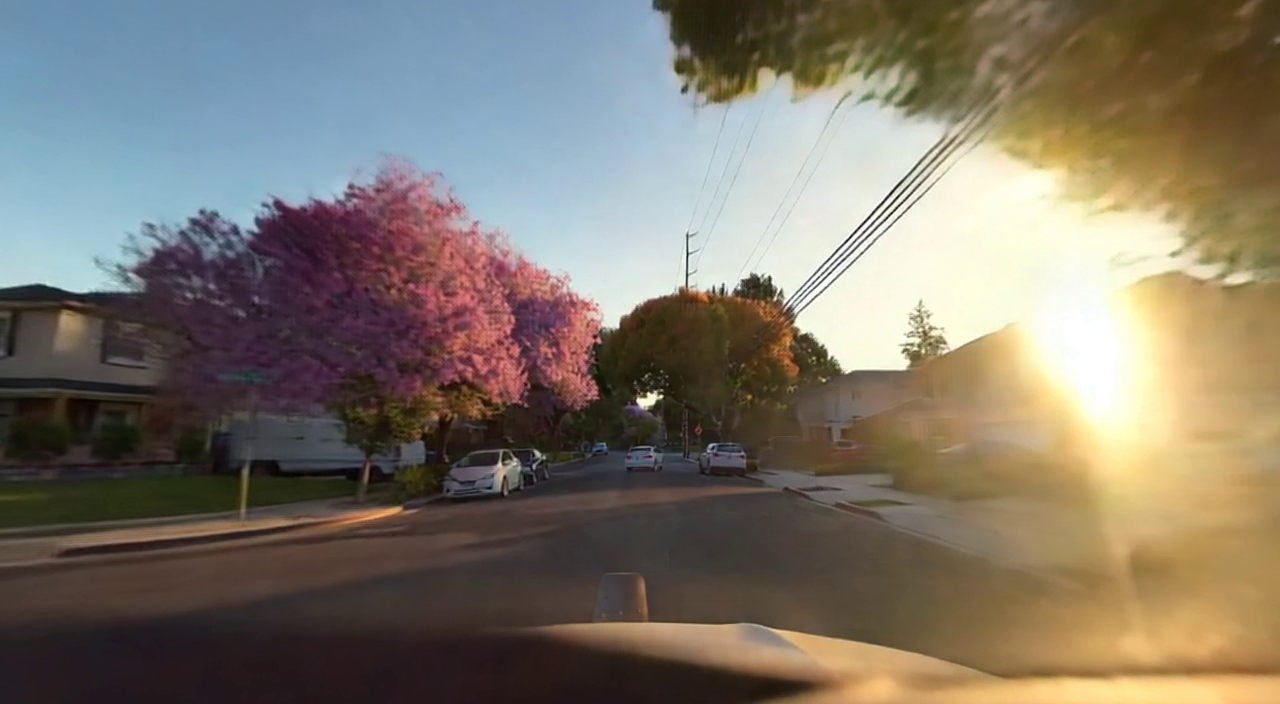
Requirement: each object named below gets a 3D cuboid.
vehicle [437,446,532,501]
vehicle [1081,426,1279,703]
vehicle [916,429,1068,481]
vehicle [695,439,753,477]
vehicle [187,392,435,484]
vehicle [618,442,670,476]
[{"bbox_3d":[-4.826,3.811,20.316,1.874,1.413,4.442,0,-7,0],"label":"vehicle"},{"bbox_3d":[4.255,1.036,2.425,2.058,1.535,4.323,0,-8,1],"label":"vehicle"},{"bbox_3d":[12.403,3.647,22.518,4.186,1.748,1.992,0,-8,1],"label":"vehicle"},{"bbox_3d":[3.894,4.999,30.069,2.103,1.679,4.386,0,-8,-1],"label":"vehicle"},{"bbox_3d":[-13.001,3.489,25.527,8.239,3.354,2.902,1,-9,1],"label":"vehicle"},{"bbox_3d":[0.289,4.924,29.388,2.075,1.449,4.526,-1,-8,5],"label":"vehicle"}]
